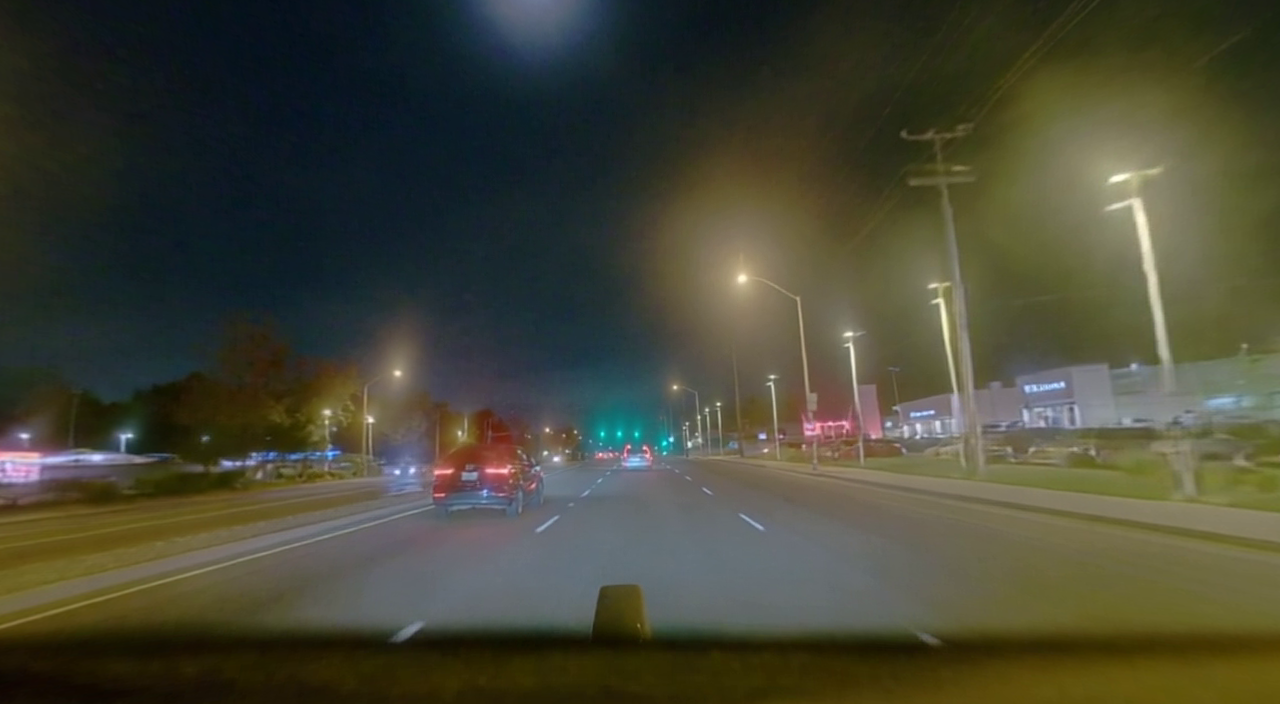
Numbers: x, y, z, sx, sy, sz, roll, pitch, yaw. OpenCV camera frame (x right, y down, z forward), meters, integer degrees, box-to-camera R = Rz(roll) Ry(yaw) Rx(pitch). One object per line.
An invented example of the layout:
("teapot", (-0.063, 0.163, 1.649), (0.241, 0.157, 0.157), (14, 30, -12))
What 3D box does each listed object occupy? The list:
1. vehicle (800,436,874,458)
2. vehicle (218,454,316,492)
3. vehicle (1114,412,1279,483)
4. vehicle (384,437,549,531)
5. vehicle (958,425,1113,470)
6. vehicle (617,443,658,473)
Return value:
("vehicle", (14.066, 6.819, 45.184), (4.630, 1.497, 2.016), (0, -9, 0))
("vehicle", (-23.024, 7.435, 39.269), (2.416, 2.082, 6.190), (0, -9, -2))
("vehicle", (14.320, 2.286, 15.108), (4.184, 1.555, 2.033), (0, -9, 0))
("vehicle", (-3.096, 2.444, 12.292), (1.939, 1.496, 4.309), (0, -9, 1))
("vehicle", (14.502, 3.524, 23.283), (4.307, 1.552, 2.063), (0, -9, 0))
("vehicle", (-0.142, 5.496, 32.917), (2.019, 1.459, 4.005), (0, -9, -1))
